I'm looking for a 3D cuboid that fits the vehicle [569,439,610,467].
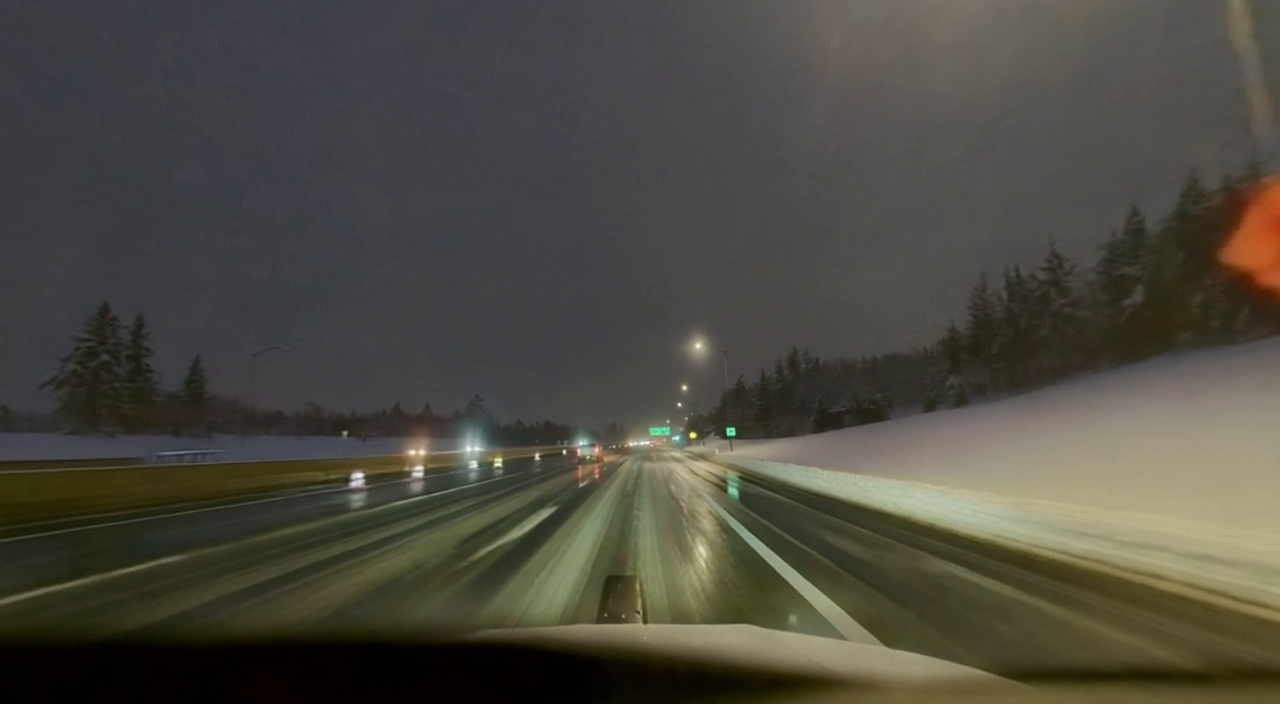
[{"bbox_3d":[-3.052,6.195,38.690,2.078,1.629,4.059,0,-8,1],"label":"vehicle"}]
